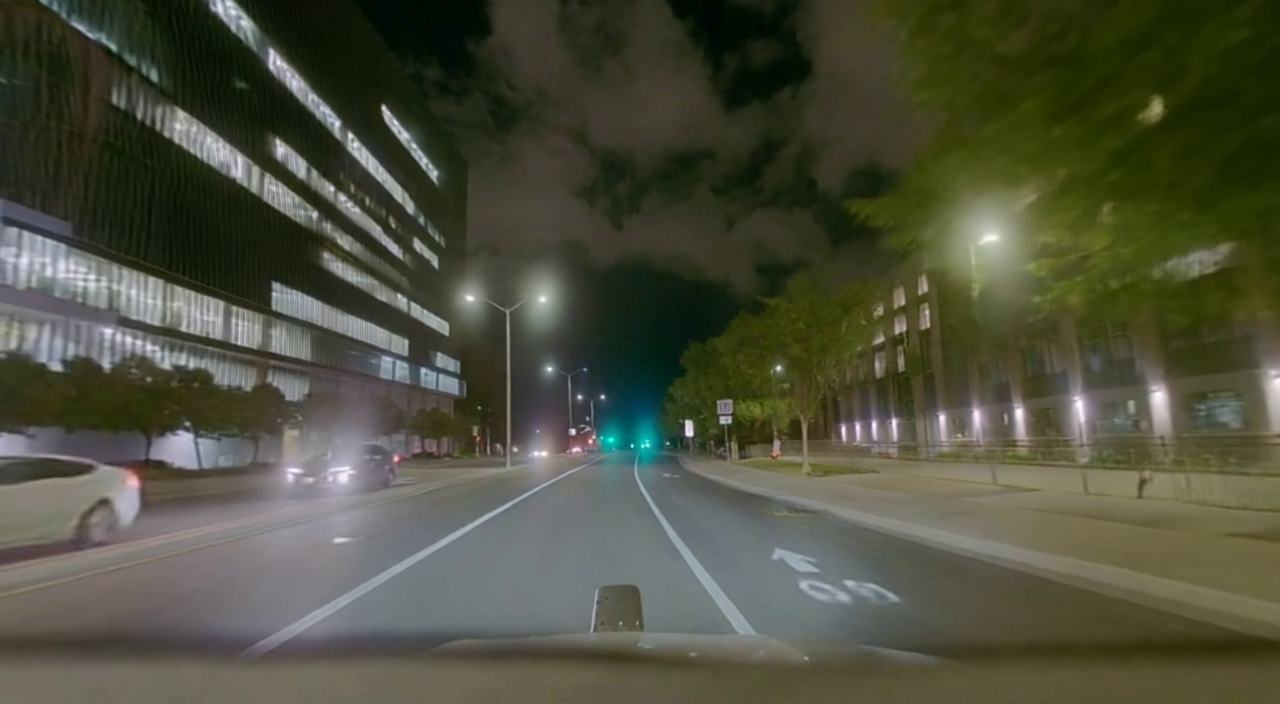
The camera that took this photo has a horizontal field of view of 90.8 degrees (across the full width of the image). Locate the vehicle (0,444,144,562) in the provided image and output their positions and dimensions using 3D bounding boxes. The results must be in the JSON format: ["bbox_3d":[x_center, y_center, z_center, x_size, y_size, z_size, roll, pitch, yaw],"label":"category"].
[{"bbox_3d":[-9.179,1.931,8.072,1.983,1.486,4.707,1,-8,-2],"label":"vehicle"}]

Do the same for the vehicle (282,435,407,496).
[{"bbox_3d":[-9.558,3.685,20.915,1.988,1.755,4.568,1,-8,-2],"label":"vehicle"}]
